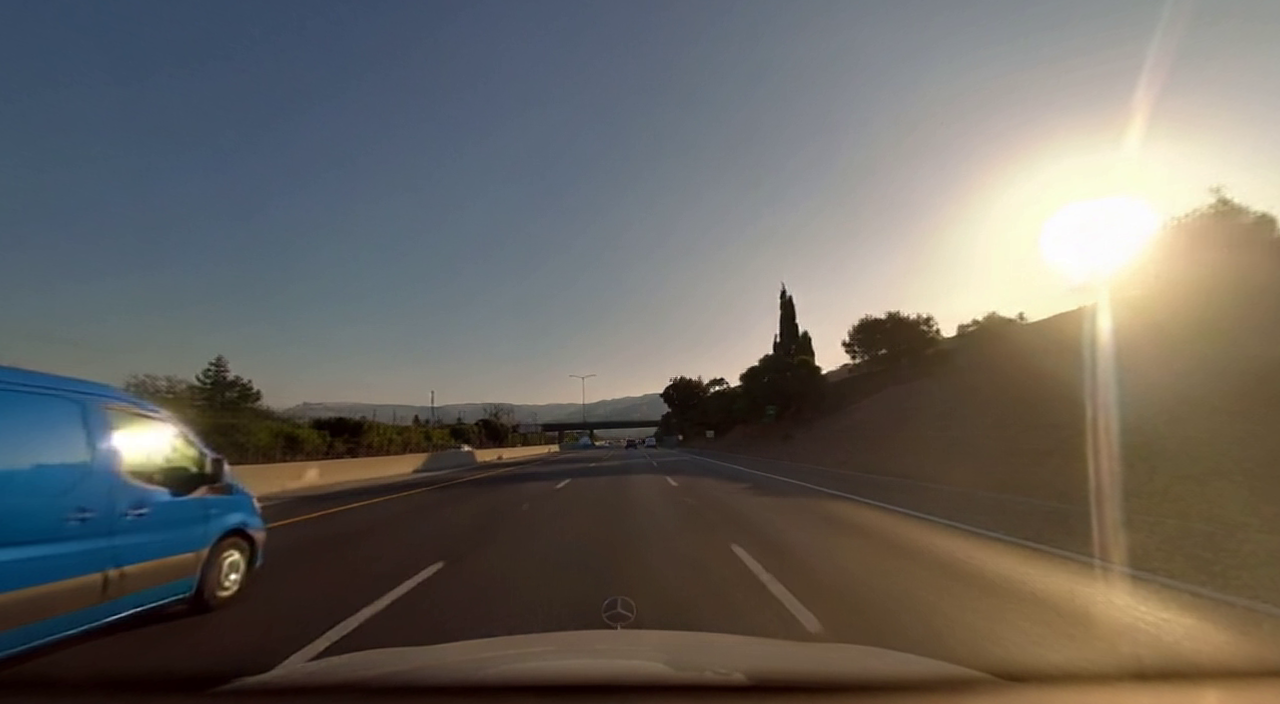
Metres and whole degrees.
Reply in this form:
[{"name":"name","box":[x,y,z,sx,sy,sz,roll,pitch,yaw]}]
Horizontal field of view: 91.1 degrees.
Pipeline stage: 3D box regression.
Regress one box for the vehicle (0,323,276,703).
[{"name":"vehicle","box":[-4.191,0.786,2.993,2.104,1.860,4.853,0,-8,-2]}]
